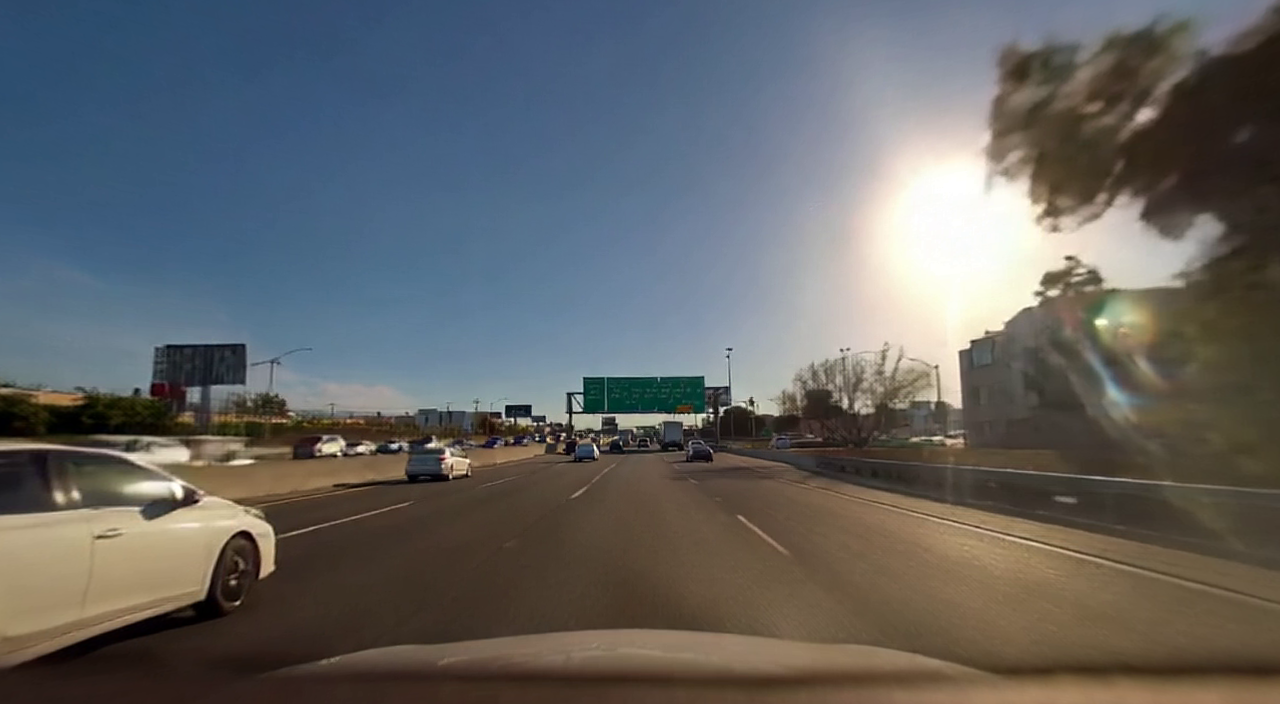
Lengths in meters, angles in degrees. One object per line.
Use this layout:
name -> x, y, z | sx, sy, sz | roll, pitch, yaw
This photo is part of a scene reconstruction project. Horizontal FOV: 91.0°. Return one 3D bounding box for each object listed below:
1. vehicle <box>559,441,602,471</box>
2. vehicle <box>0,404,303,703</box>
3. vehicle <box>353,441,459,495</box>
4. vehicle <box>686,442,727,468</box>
vehicle -> -3.341, 5.990, 36.274 | 2.001, 1.577, 4.055 | 0, -9, 1
vehicle -> -3.797, 1.017, 2.945 | 2.008, 1.504, 4.264 | 0, -9, 1
vehicle -> -7.210, 3.613, 19.811 | 1.865, 1.518, 3.620 | 0, -9, 1
vehicle -> 4.167, 6.598, 40.402 | 2.135, 1.532, 4.506 | 0, -9, 0
